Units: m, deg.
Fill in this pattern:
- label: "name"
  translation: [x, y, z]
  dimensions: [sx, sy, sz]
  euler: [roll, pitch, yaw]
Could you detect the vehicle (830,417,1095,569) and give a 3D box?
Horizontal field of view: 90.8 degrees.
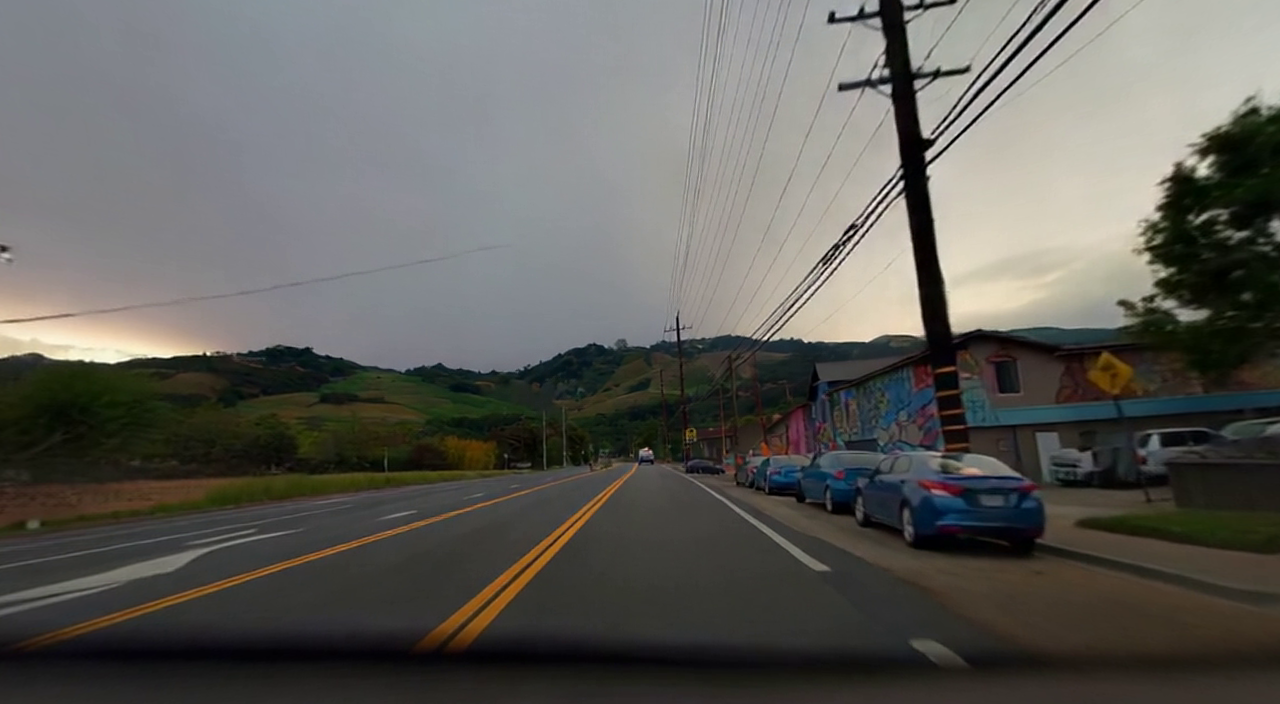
- label: "vehicle"
  translation: [5.239, 2.413, 11.219]
  dimensions: [2.072, 1.889, 4.468]
  euler: [-6, -11, -2]
